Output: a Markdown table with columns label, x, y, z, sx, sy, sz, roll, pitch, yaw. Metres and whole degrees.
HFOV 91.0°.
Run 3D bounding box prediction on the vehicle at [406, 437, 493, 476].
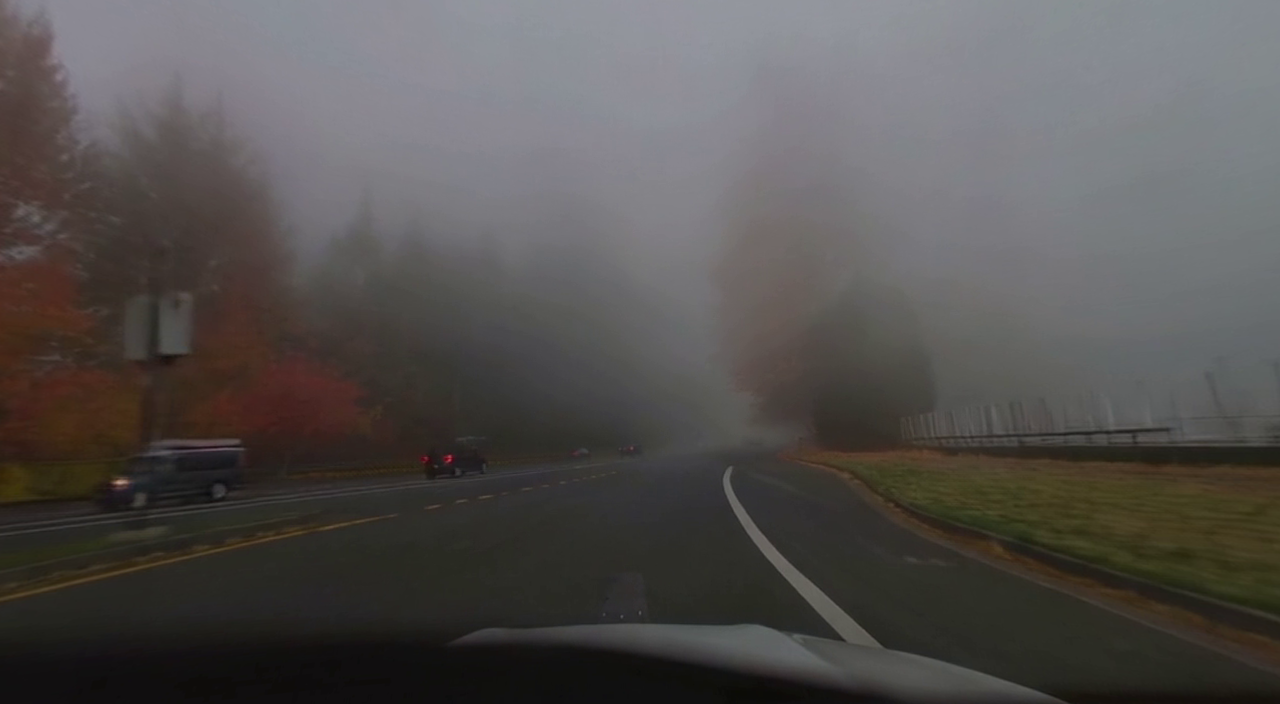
| label | x | y | z | sx | sy | sz | roll | pitch | yaw |
| --- | --- | --- | --- | --- | --- | --- | --- | --- | --- |
| vehicle | -10.815 | 5.978 | 36.239 | 2.368 | 2.012 | 5.021 | -2 | -9 | 15 |

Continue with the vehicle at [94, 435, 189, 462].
| label | x | y | z | sx | sy | sz | roll | pitch | yaw |
| --- | --- | --- | --- | --- | --- | --- | --- | --- | --- |
| vehicle | -35.407 | 6.876 | 44.914 | 1.938 | 1.773 | 4.945 | -2 | -9 | 15 |

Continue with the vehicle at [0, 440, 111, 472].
| label | x | y | z | sx | sy | sz | roll | pitch | yaw |
| --- | --- | --- | --- | --- | --- | --- | --- | --- | --- |
| vehicle | -36.721 | 6.575 | 39.582 | 2.002 | 1.807 | 4.962 | -4 | -10 | 14 |

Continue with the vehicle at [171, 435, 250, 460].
| label | x | y | z | sx | sy | sz | roll | pitch | yaw |
| --- | --- | --- | --- | --- | --- | --- | --- | --- | --- |
| vehicle | -33.865 | 7.552 | 49.848 | 1.995 | 1.819 | 4.955 | -2 | -9 | 15 |
